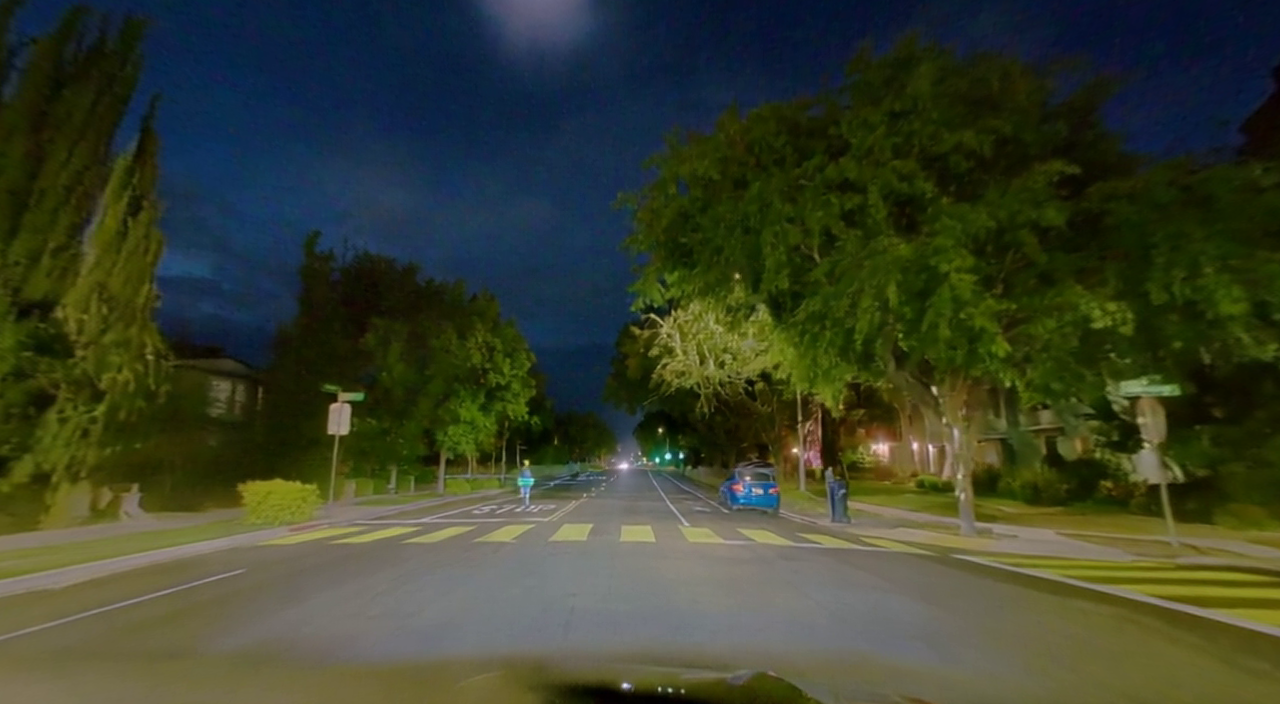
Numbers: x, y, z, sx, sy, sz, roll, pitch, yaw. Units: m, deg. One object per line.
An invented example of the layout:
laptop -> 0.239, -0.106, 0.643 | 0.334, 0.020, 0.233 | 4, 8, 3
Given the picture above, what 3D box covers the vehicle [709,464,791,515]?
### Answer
vehicle -> 3.713, 4.739, 22.256 | 1.961, 1.472, 4.434 | 0, -9, -2
